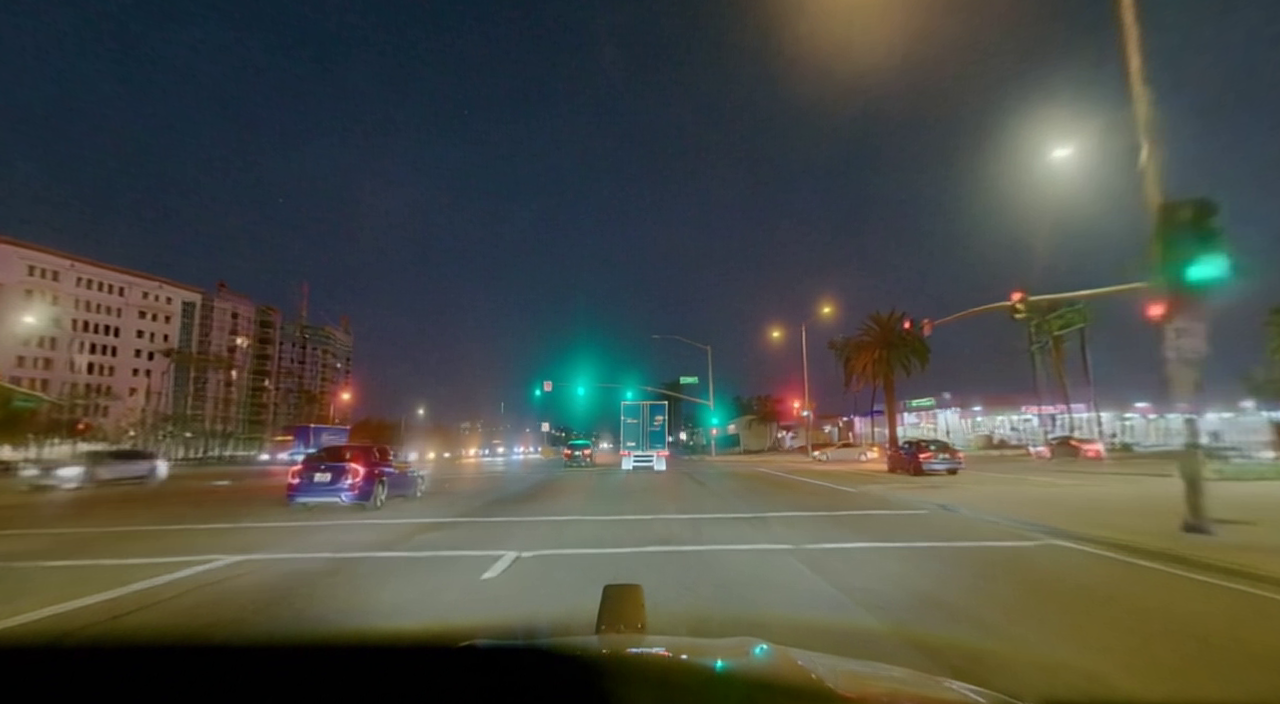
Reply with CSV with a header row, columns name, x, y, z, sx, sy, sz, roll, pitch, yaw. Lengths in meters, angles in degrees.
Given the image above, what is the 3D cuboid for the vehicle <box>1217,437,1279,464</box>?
name,x,y,z,sx,sy,sz,roll,pitch,yaw
vehicle,36.385,5.667,36.123,4.337,1.487,1.949,0,-9,1

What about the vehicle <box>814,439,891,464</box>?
name,x,y,z,sx,sy,sz,roll,pitch,yaw
vehicle,14.588,6.885,43.304,4.568,1.485,1.936,-2,-11,0

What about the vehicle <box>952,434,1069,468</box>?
name,x,y,z,sx,sy,sz,roll,pitch,yaw
vehicle,19.421,5.234,33.101,4.831,1.529,1.966,-3,-10,0

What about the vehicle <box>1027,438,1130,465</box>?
name,x,y,z,sx,sy,sz,roll,pitch,yaw
vehicle,25.335,5.743,36.365,4.506,1.484,1.928,0,-9,0

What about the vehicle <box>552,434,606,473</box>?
name,x,y,z,sx,sy,sz,roll,pitch,yaw
vehicle,-2.982,5.126,31.896,2.178,1.826,4.933,0,-9,1

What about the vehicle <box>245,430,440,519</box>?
name,x,y,z,sx,sy,sz,roll,pitch,yaw
vehicle,-6.305,2.633,14.090,2.045,1.630,4.680,0,-9,0

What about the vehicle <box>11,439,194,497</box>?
name,x,y,z,sx,sy,sz,roll,pitch,yaw
vehicle,-18.360,3.940,21.872,2.029,1.765,4.865,0,-9,0

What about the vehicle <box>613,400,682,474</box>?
name,x,y,z,sx,sy,sz,roll,pitch,yaw
vehicle,0.365,4.201,30.757,2.993,3.235,6.692,0,-9,0

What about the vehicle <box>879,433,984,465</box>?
name,x,y,z,sx,sy,sz,roll,pitch,yaw
vehicle,16.890,5.638,36.547,5.039,1.744,2.043,0,-9,0
